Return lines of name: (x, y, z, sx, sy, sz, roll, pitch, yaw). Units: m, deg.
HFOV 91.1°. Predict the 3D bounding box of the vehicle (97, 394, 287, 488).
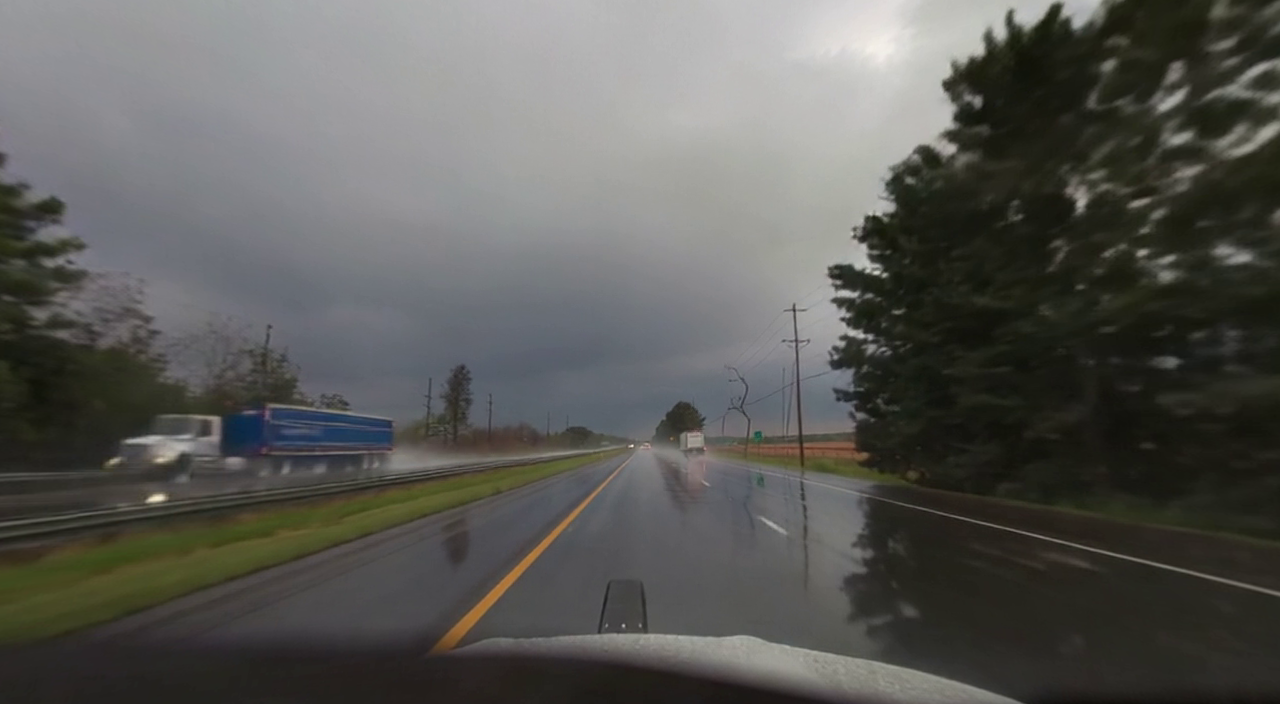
vehicle: (-21.600, 4.434, 31.193, 3.064, 3.969, 8.359, 0, -8, 1)
